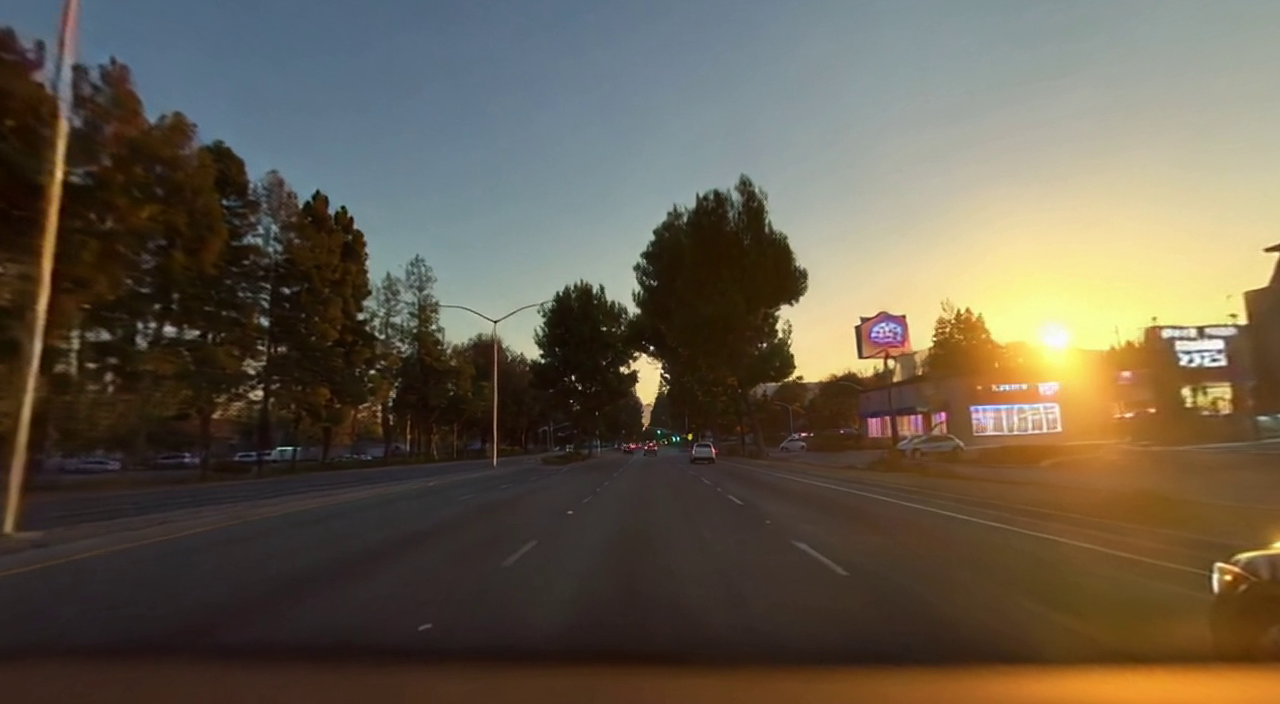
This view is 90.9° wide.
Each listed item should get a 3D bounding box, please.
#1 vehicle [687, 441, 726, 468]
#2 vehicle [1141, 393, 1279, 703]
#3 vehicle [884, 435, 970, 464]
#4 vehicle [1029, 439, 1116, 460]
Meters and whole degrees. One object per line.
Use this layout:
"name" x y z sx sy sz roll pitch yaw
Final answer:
"vehicle" 4.290 6.706 41.473 2.007 1.683 4.171 0 -8 -1
"vehicle" 3.608 0.679 0.858 1.995 1.528 4.732 0 -9 1
"vehicle" 18.050 6.153 39.774 4.386 1.701 2.121 -1 -9 3
"vehicle" 32.545 7.349 47.526 5.080 1.504 1.946 -9 -12 44
